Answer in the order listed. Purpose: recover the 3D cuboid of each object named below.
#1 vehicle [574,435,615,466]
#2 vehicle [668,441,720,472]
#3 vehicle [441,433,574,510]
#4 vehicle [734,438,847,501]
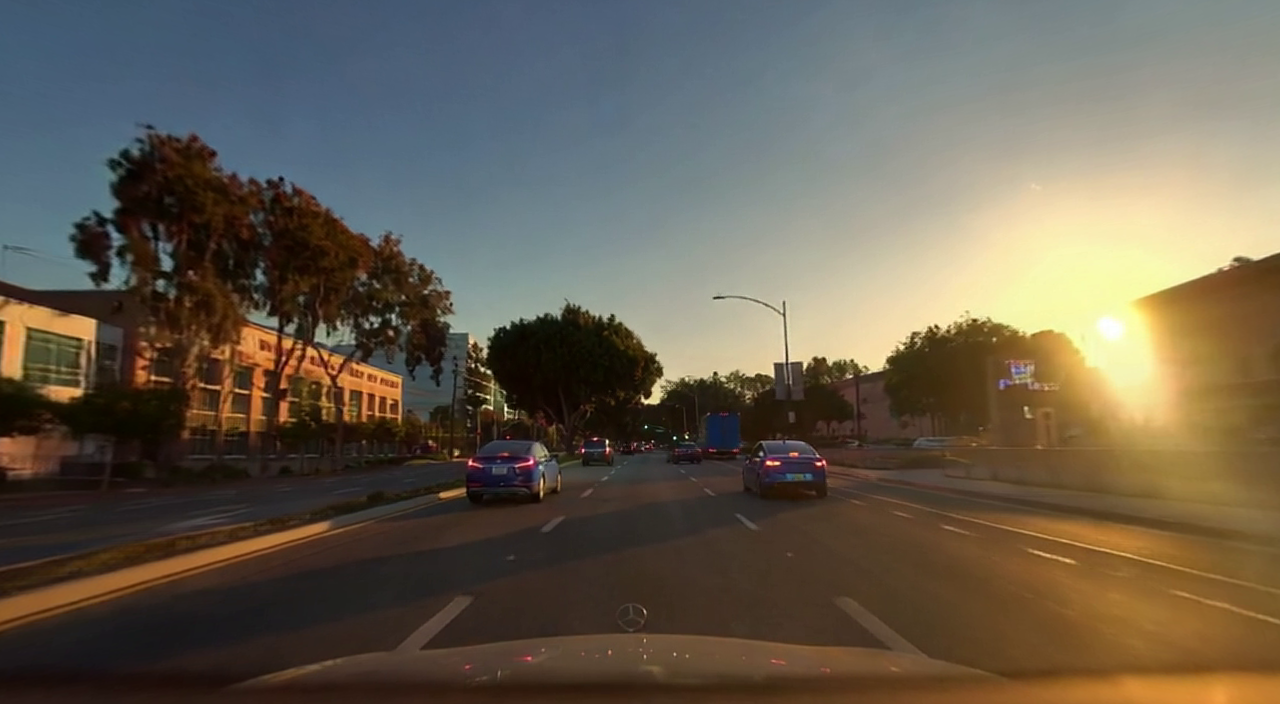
[{"bbox_3d":[-2.694,6.029,38.662,2.137,1.796,4.304,0,-8,1],"label":"vehicle"},{"bbox_3d":[2.706,5.376,32.730,2.020,1.461,4.326,1,-8,-5],"label":"vehicle"},{"bbox_3d":[-2.855,2.684,14.693,2.003,1.509,4.396,0,-8,2],"label":"vehicle"},{"bbox_3d":[3.831,3.059,16.832,1.972,1.452,4.189,0,-8,0],"label":"vehicle"}]
